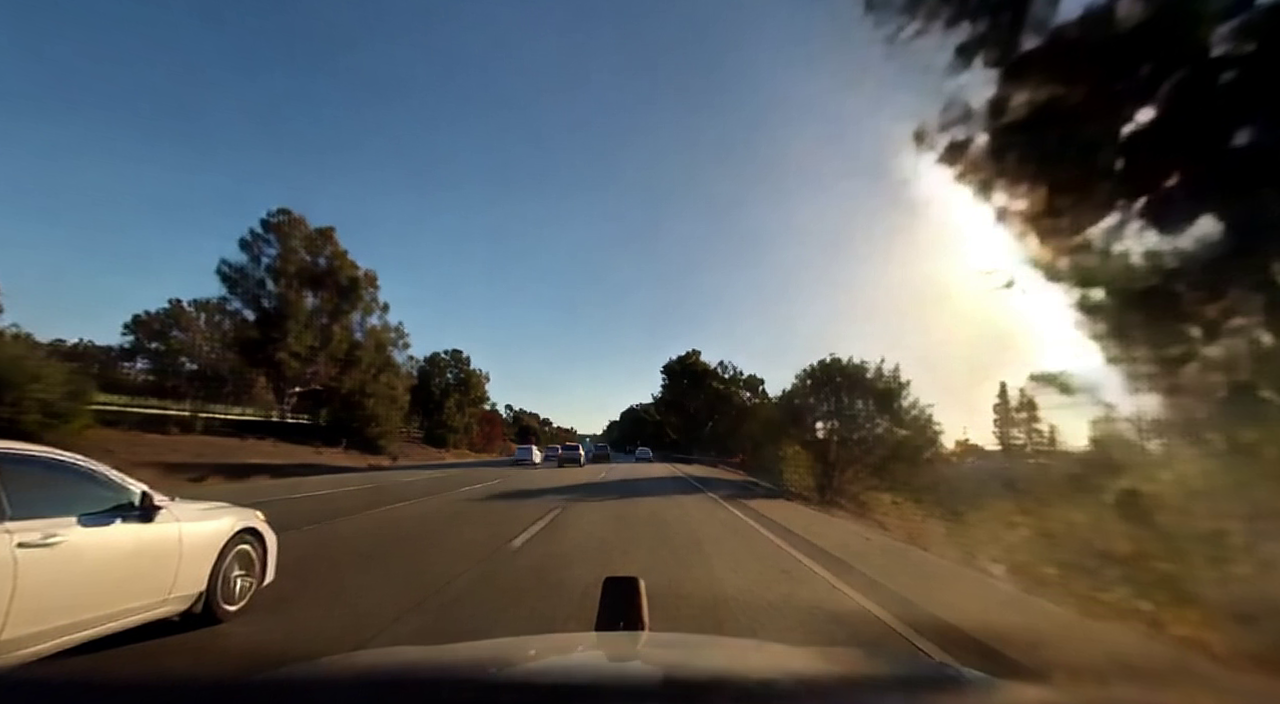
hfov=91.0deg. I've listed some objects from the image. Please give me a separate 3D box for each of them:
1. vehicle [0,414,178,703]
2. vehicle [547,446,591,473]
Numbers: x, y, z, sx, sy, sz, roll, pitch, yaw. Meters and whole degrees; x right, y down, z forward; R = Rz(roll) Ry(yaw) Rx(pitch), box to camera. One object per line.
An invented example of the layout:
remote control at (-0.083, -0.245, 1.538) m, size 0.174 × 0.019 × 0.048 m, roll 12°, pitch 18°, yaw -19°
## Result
vehicle at (-3.804, 0.833, 1.517) m, size 1.965 × 1.485 × 4.460 m, roll 0°, pitch -9°, yaw 0°
vehicle at (-4.140, 6.317, 37.259) m, size 2.120 × 1.458 × 4.031 m, roll 0°, pitch -9°, yaw 1°
